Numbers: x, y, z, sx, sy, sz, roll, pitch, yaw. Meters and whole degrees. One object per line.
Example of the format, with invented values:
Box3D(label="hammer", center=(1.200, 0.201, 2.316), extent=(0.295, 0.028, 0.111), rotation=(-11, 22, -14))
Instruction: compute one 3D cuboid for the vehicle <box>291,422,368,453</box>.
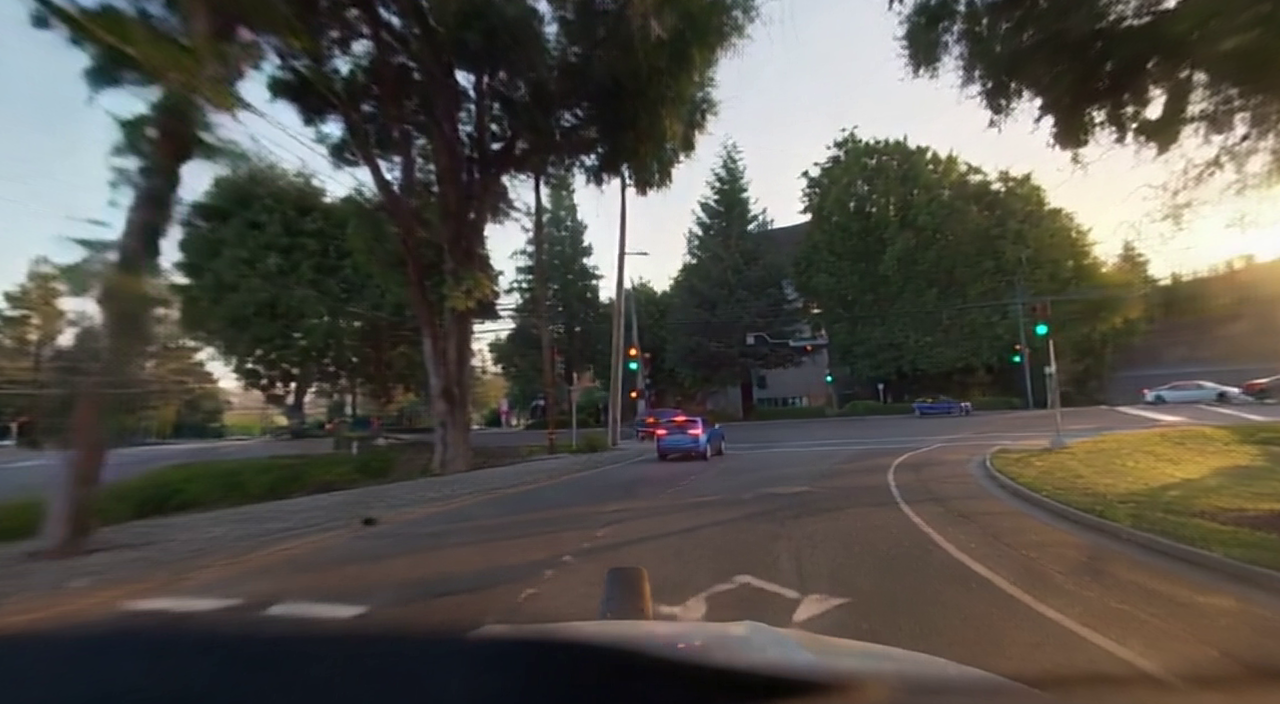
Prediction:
Box3D(label="vehicle", center=(-22.886, 6.326, 46.479), extent=(4.928, 1.843, 2.055), rotation=(-5, -2, 17))

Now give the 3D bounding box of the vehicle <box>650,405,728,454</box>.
Box3D(label="vehicle", center=(2.053, 3.144, 24.937), extent=(1.928, 1.726, 4.704), rotation=(-3, -9, 19))

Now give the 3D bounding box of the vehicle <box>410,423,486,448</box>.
Box3D(label="vehicle", center=(-12.980, 5.648, 42.585), extent=(4.610, 1.476, 2.021), rotation=(-3, -4, 18))

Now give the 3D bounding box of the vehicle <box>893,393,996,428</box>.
Box3D(label="vehicle", center=(16.002, 3.109, 33.388), extent=(4.636, 1.668, 1.935), rotation=(-3, -7, 20))

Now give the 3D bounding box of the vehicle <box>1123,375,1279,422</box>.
Box3D(label="vehicle", center=(26.217, 2.233, 29.667), extent=(4.950, 2.022, 2.221), rotation=(-3, -6, 18))
